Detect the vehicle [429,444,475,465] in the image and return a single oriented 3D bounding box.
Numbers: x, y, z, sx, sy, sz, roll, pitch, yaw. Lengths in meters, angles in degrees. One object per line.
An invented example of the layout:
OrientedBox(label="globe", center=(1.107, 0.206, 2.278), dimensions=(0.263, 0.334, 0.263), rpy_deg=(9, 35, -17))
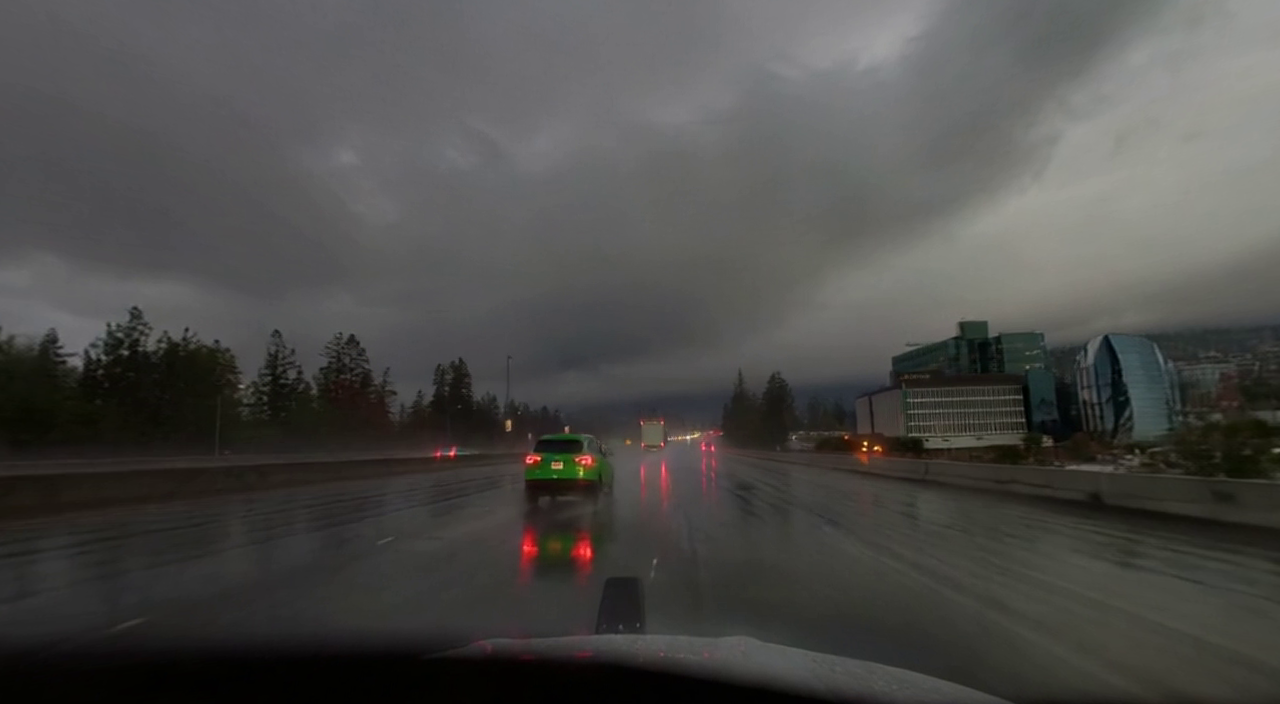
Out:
OrientedBox(label="vehicle", center=(-14.449, 7.925, 48.645), dimensions=(1.965, 1.503, 4.579), rpy_deg=(0, -9, 3))

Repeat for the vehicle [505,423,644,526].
OrientedBox(label="vehicle", center=(-1.121, 2.441, 13.089), dimensions=(2.111, 1.742, 4.315), rpy_deg=(0, -9, 4))
